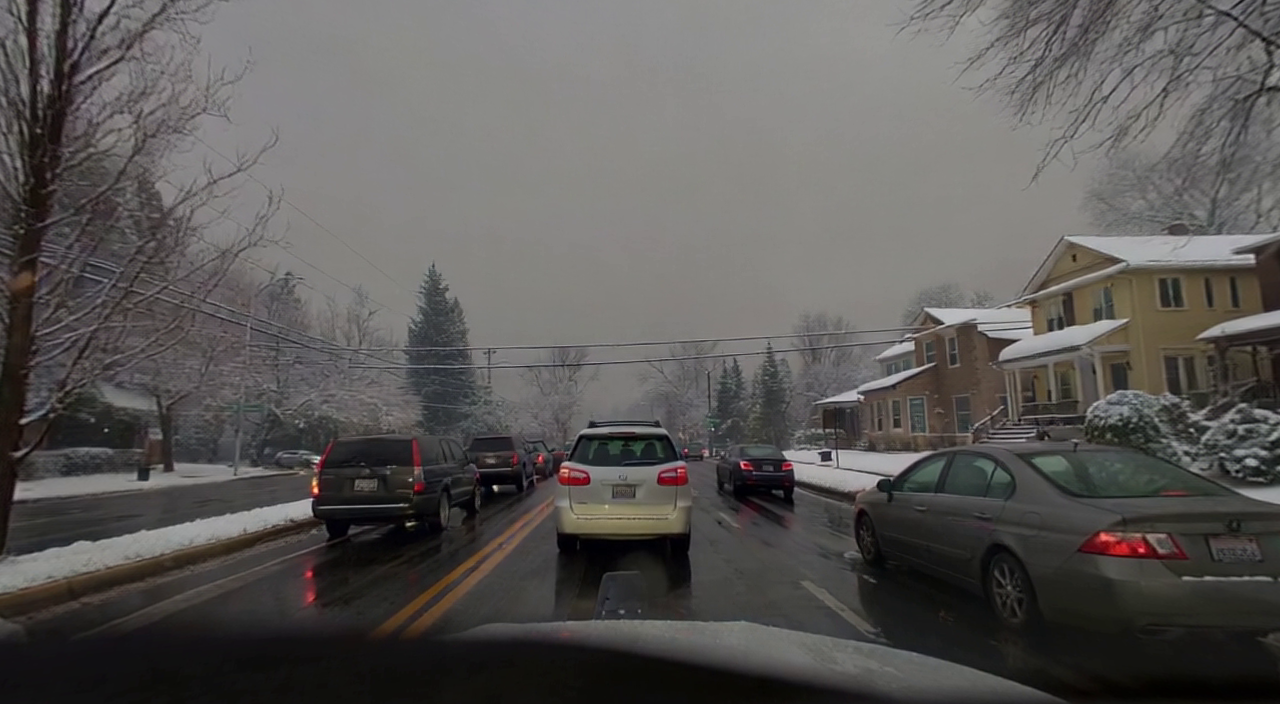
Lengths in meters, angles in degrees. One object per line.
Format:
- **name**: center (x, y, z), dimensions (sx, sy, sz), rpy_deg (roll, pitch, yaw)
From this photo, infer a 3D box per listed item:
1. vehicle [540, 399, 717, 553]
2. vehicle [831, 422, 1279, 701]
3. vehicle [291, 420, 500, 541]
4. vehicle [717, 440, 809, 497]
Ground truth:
- **vehicle**: center (-0.231, 1.826, 9.940), dimensions (2.164, 1.867, 4.254), rpy_deg (0, -8, -3)
- **vehicle**: center (3.474, 1.462, 5.757), dimensions (1.977, 1.480, 4.589), rpy_deg (0, -8, -1)
- **vehicle**: center (-3.717, 2.019, 10.585), dimensions (1.864, 1.576, 4.324), rpy_deg (0, -8, -1)
- **vehicle**: center (3.501, 3.373, 18.736), dimensions (1.880, 1.476, 3.932), rpy_deg (0, -8, -1)
